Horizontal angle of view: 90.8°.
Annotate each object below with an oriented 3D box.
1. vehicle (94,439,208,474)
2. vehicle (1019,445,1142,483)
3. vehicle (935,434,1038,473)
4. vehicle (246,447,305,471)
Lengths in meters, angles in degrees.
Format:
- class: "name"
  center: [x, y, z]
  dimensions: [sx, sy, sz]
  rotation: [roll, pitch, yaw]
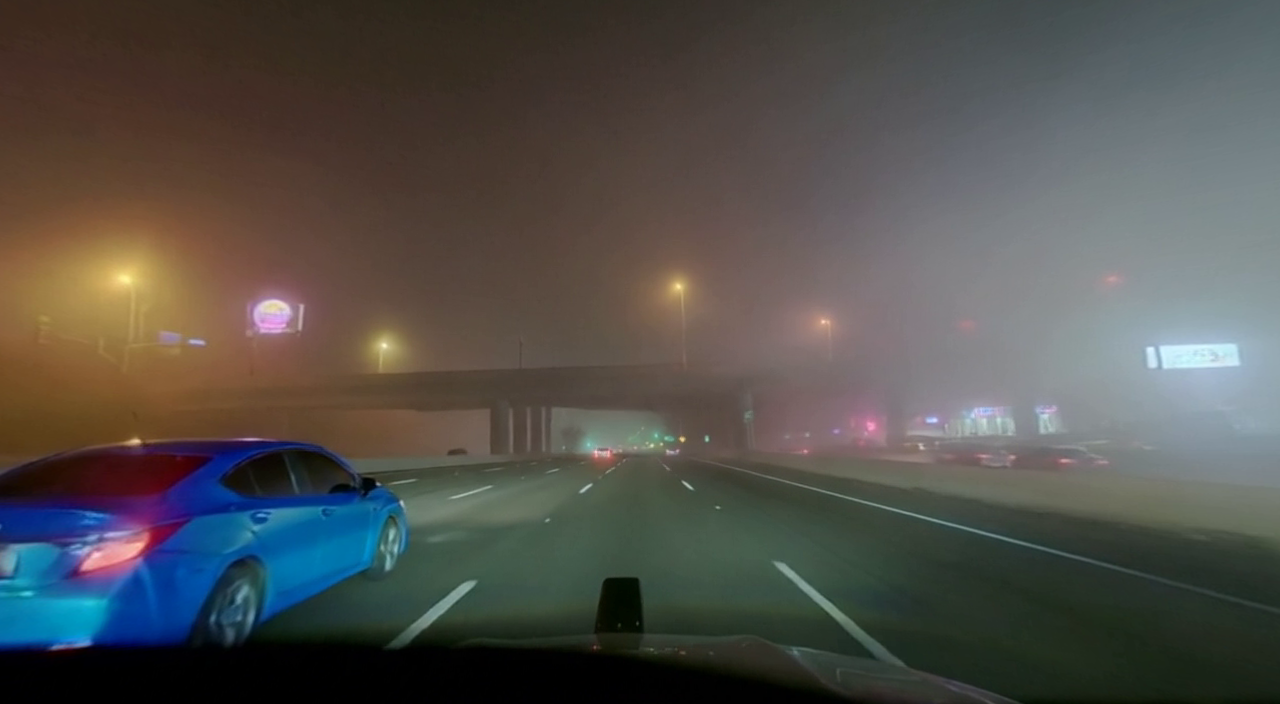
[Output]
- class: "vehicle"
  center: [-29.709, 6.334, 38.695]
  dimensions: [2.271, 1.986, 5.762]
  rotation: [0, -8, 1]
- class: "vehicle"
  center: [18.332, 4.643, 26.606]
  dimensions: [1.858, 1.432, 4.563]
  rotation: [0, -8, 0]
- class: "vehicle"
  center: [18.455, 5.436, 34.115]
  dimensions: [2.128, 1.915, 5.821]
  rotation: [0, -8, -2]
- class: "vehicle"
  center: [-22.366, 6.554, 38.917]
  dimensions: [1.498, 1.362, 3.409]
  rotation: [0, -8, 1]
